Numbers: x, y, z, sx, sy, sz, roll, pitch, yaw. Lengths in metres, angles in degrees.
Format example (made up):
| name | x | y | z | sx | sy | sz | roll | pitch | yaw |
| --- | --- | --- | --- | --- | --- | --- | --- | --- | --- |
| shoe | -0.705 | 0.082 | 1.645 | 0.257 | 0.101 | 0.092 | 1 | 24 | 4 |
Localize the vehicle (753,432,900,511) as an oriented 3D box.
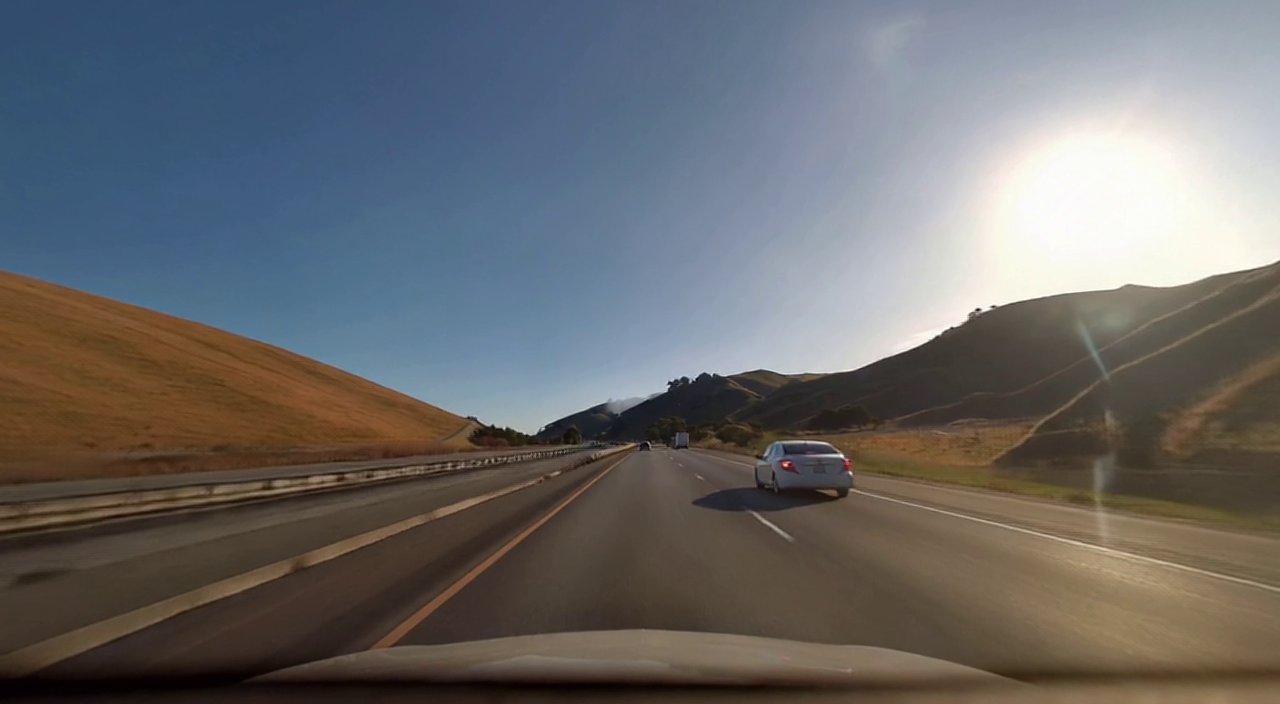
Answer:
| name | x | y | z | sx | sy | sz | roll | pitch | yaw |
| --- | --- | --- | --- | --- | --- | --- | --- | --- | --- |
| vehicle | 4.036 | 2.658 | 14.593 | 1.960 | 1.516 | 4.657 | 0 | -8 | 0 |
